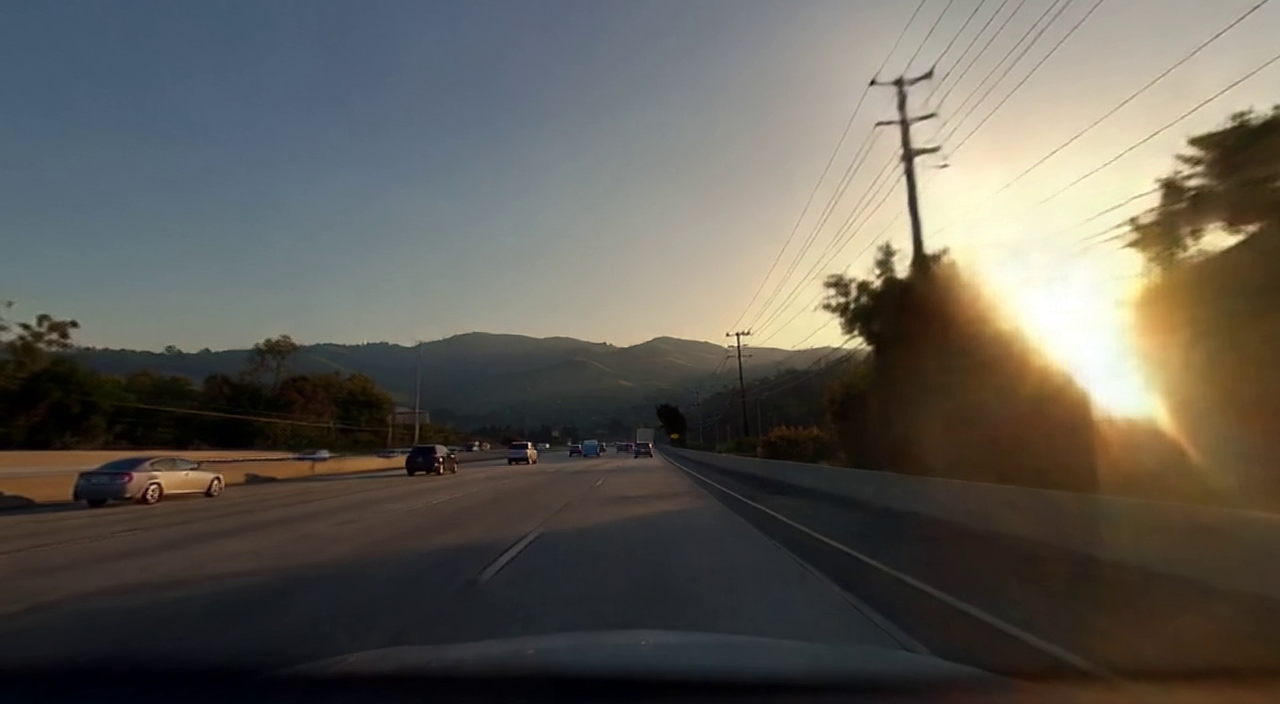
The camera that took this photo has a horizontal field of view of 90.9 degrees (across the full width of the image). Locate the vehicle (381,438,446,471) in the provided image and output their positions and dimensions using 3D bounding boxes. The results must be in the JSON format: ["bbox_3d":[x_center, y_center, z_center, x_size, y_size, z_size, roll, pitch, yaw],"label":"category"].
[{"bbox_3d":[-14.347,6.525,40.289,2.172,1.946,5.017,0,-9,1],"label":"vehicle"}]

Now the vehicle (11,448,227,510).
[{"bbox_3d":[-14.350,3.478,17.874,1.885,1.474,4.849,0,-9,1],"label":"vehicle"}]

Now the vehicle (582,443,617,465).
[{"bbox_3d":[-2.728,7.085,43.816,2.064,1.446,4.409,0,-9,1],"label":"vehicle"}]

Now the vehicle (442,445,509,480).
[{"bbox_3d":[-7.447,5.014,28.986,1.899,1.472,4.202,0,-9,1],"label":"vehicle"}]
